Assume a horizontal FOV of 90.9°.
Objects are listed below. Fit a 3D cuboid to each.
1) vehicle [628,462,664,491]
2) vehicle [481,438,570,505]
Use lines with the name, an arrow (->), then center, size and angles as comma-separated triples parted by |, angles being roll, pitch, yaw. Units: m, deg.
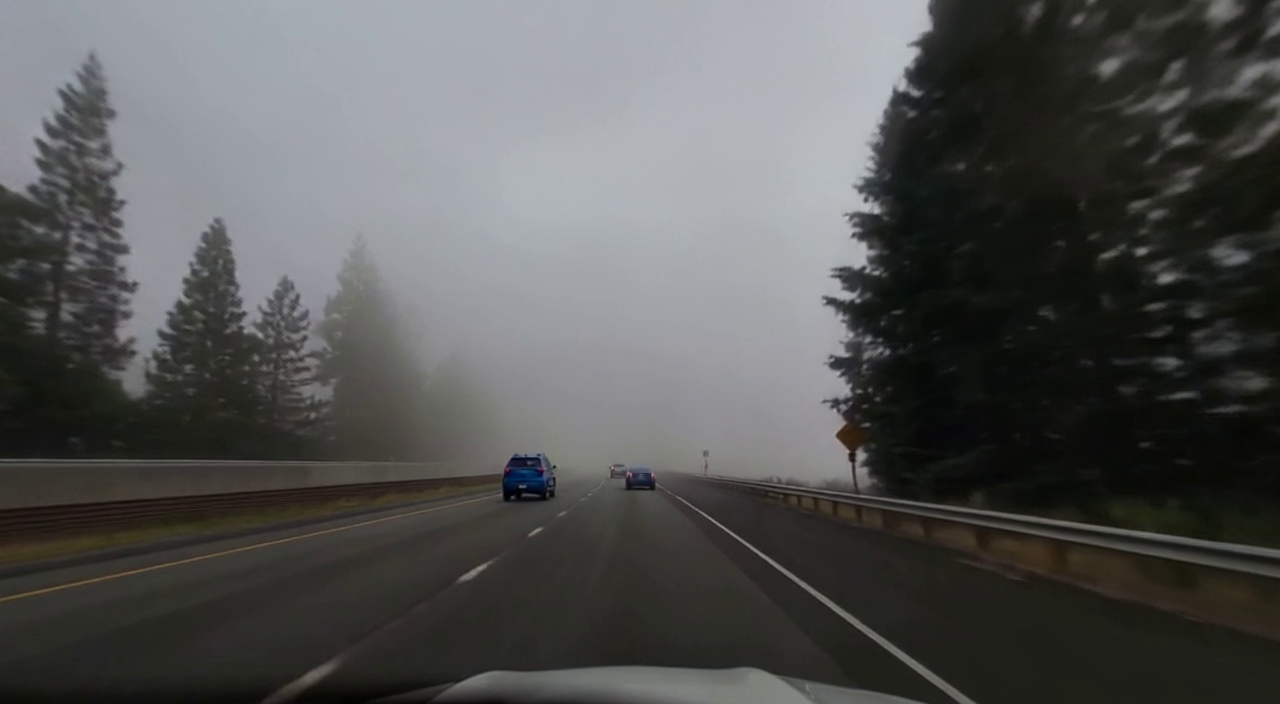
vehicle -> 0.313, 7.143, 36.352 | 1.905, 1.559, 3.491 | 1, -10, -2
vehicle -> -3.938, 4.286, 22.708 | 2.237, 2.113, 4.815 | 0, -10, 0
